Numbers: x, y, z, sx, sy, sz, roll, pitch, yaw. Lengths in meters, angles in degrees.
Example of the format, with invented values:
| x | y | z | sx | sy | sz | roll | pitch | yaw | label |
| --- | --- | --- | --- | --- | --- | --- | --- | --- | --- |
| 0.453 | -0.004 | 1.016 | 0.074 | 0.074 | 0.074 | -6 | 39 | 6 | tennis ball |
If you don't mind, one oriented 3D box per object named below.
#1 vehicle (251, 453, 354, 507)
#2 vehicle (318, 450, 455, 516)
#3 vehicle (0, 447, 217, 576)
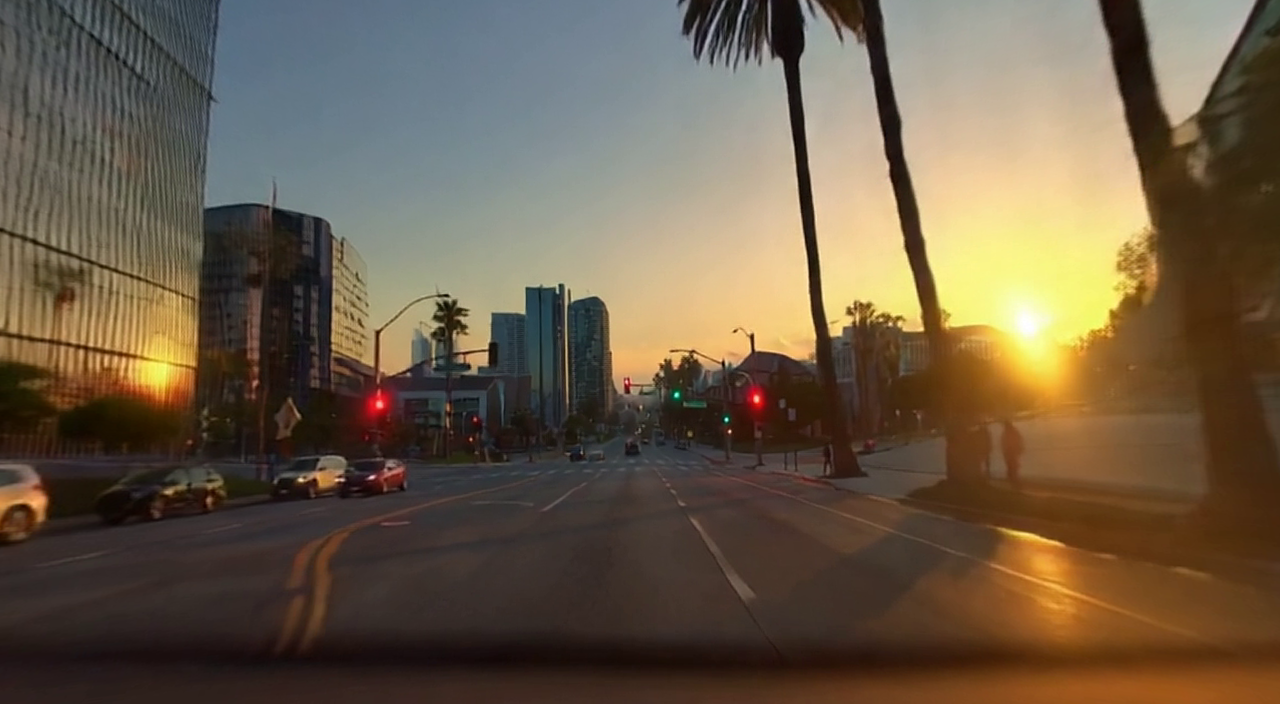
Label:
| x | y | z | sx | sy | sz | roll | pitch | yaw | label |
| --- | --- | --- | --- | --- | --- | --- | --- | --- | --- |
| -13.296 | 5.001 | 25.182 | 1.913 | 1.694 | 4.462 | -5 | -8 | -4 | vehicle |
| -6.499 | 3.367 | 16.807 | 1.868 | 1.467 | 4.267 | -1 | -8 | 0 | vehicle |
| -9.659 | 2.489 | 10.687 | 1.940 | 1.726 | 4.395 | -1 | -8 | 0 | vehicle |
